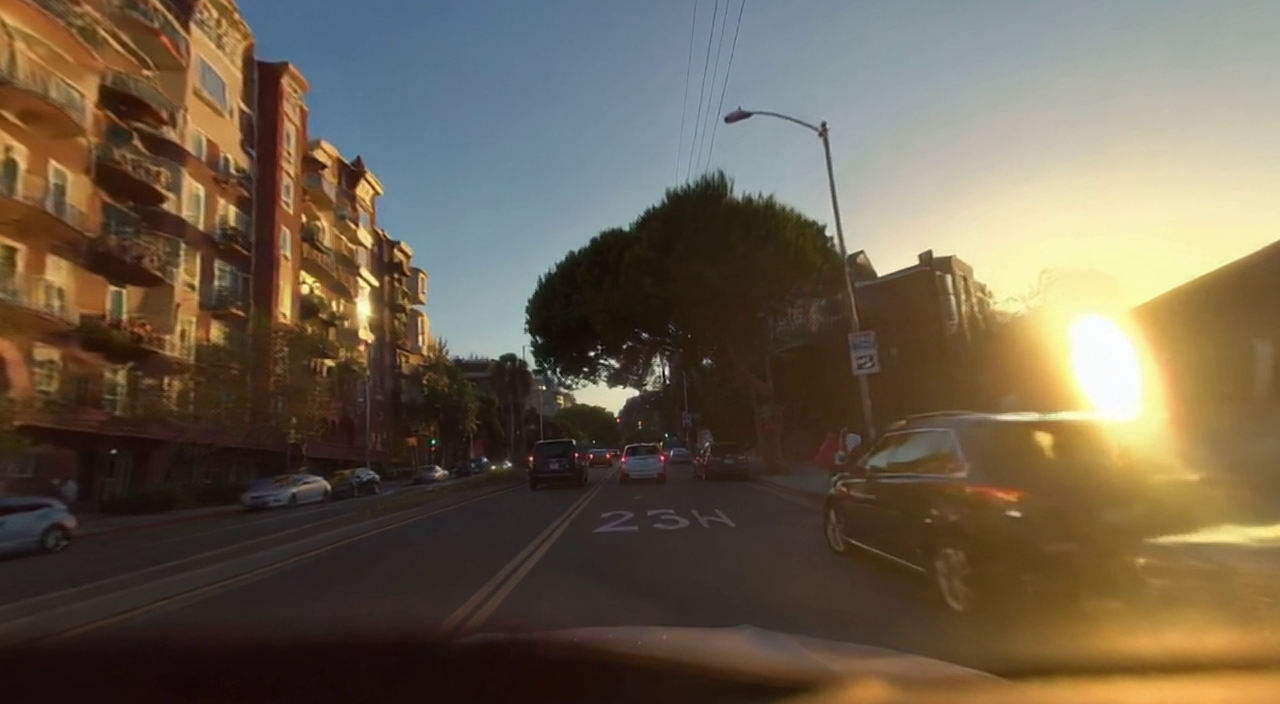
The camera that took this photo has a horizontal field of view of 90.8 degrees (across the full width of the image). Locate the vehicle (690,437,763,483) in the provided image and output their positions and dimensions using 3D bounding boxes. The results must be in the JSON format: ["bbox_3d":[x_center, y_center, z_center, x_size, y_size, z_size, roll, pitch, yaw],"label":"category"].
[{"bbox_3d":[3.137,4.036,23.899,2.077,1.532,4.694,0,-8,0],"label":"vehicle"}]

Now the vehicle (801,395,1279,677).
[{"bbox_3d":[3.214,1.438,6.227,1.925,1.635,4.905,0,-8,0],"label":"vehicle"}]

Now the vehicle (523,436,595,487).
[{"bbox_3d":[-2.925,4.062,23.683,2.065,1.705,4.353,0,-8,1],"label":"vehicle"}]

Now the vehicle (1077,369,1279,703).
[{"bbox_3d":[3.108,0.663,0.936,1.828,1.565,4.392,0,-8,1],"label":"vehicle"}]

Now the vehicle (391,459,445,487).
[{"bbox_3d":[-13.775,7.527,39.505,1.844,1.499,4.421,0,-8,-1],"label":"vehicle"}]

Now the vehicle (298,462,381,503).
[{"bbox_3d":[-13.705,5.934,29.072,1.839,1.594,4.055,0,-8,-1],"label":"vehicle"}]

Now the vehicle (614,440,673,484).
[{"bbox_3d":[0.136,4.111,23.912,2.026,1.496,3.701,0,-8,0],"label":"vehicle"}]

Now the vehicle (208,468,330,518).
[{"bbox_3d":[-13.737,5.209,23.768,1.907,1.480,4.498,0,-8,-1],"label":"vehicle"}]
